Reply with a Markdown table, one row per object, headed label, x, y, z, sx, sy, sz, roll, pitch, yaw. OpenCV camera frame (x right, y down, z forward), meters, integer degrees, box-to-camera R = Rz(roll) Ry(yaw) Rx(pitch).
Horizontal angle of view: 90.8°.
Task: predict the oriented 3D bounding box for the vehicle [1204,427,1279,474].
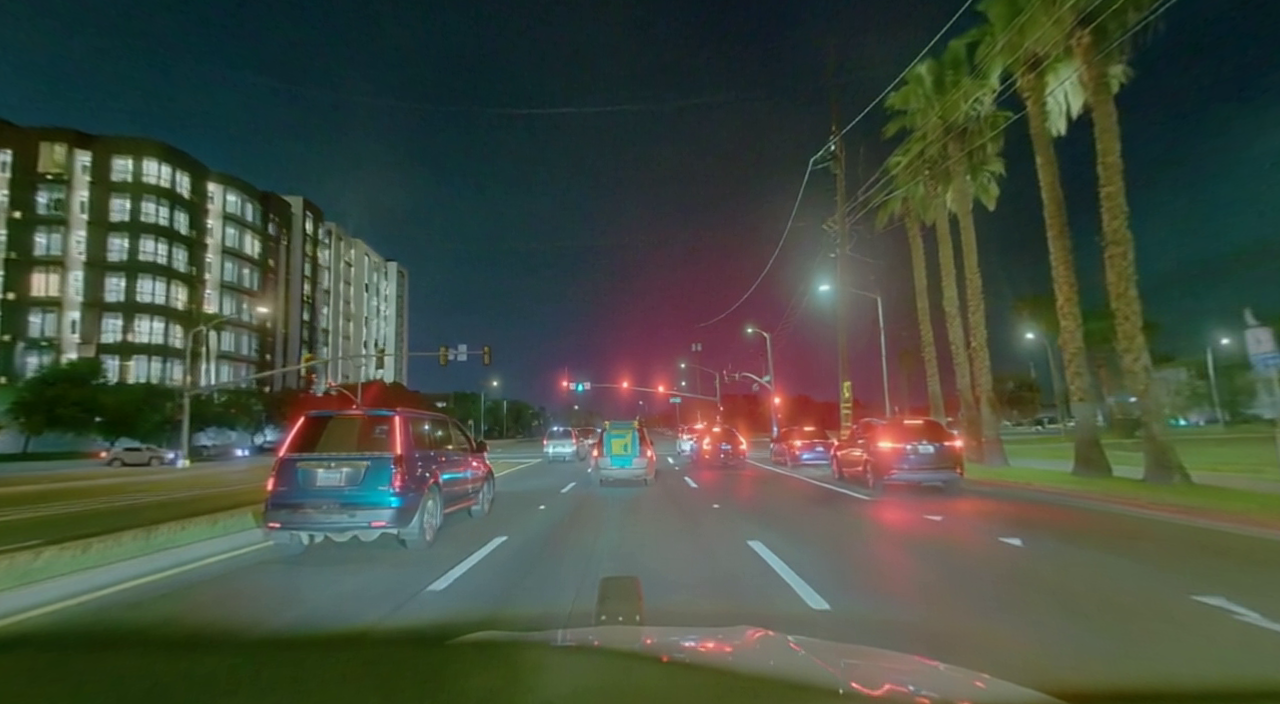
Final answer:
| label | x | y | z | sx | sy | sz | roll | pitch | yaw |
| --- | --- | --- | --- | --- | --- | --- | --- | --- | --- |
| vehicle | 22.276 | 3.429 | 22.111 | 2.020 | 1.501 | 4.732 | -3 | -9 | 20 |

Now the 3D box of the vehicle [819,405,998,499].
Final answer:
| label | x | y | z | sx | sy | sz | roll | pitch | yaw |
| --- | --- | --- | --- | --- | --- | --- | --- | --- | --- |
| vehicle | 6.461 | 2.510 | 16.134 | 2.130 | 1.979 | 5.310 | 0 | -8 | -1 |

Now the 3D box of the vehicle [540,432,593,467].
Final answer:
| label | x | y | z | sx | sy | sz | roll | pitch | yaw |
| --- | --- | --- | --- | --- | --- | --- | --- | --- | --- |
| vehicle | -3.372 | 4.571 | 29.681 | 1.973 | 1.504 | 3.895 | 0 | -8 | 0 |

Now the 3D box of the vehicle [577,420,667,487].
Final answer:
| label | x | y | z | sx | sy | sz | roll | pitch | yaw |
| --- | --- | --- | --- | --- | --- | --- | --- | --- | --- |
| vehicle | -0.502 | 2.881 | 18.195 | 2.302 | 1.681 | 4.217 | 0 | -8 | -1 |

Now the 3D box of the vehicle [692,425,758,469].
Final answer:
| label | x | y | z | sx | sy | sz | roll | pitch | yaw |
| --- | --- | --- | --- | --- | --- | --- | --- | --- | --- |
| vehicle | 3.253 | 3.775 | 25.078 | 1.975 | 1.598 | 4.025 | 0 | -8 | -1 |

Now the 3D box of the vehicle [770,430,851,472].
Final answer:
| label | x | y | z | sx | sy | sz | roll | pitch | yaw |
| --- | --- | --- | --- | --- | --- | --- | --- | --- | --- |
| vehicle | 6.428 | 3.778 | 24.285 | 1.764 | 1.451 | 4.300 | 0 | -8 | -2 |

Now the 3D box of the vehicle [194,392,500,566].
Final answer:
| label | x | y | z | sx | sy | sz | roll | pitch | yaw |
| --- | --- | --- | --- | --- | --- | --- | --- | --- | --- |
| vehicle | -3.504 | 1.626 | 8.764 | 2.136 | 1.779 | 4.417 | 0 | -8 | 0 |
